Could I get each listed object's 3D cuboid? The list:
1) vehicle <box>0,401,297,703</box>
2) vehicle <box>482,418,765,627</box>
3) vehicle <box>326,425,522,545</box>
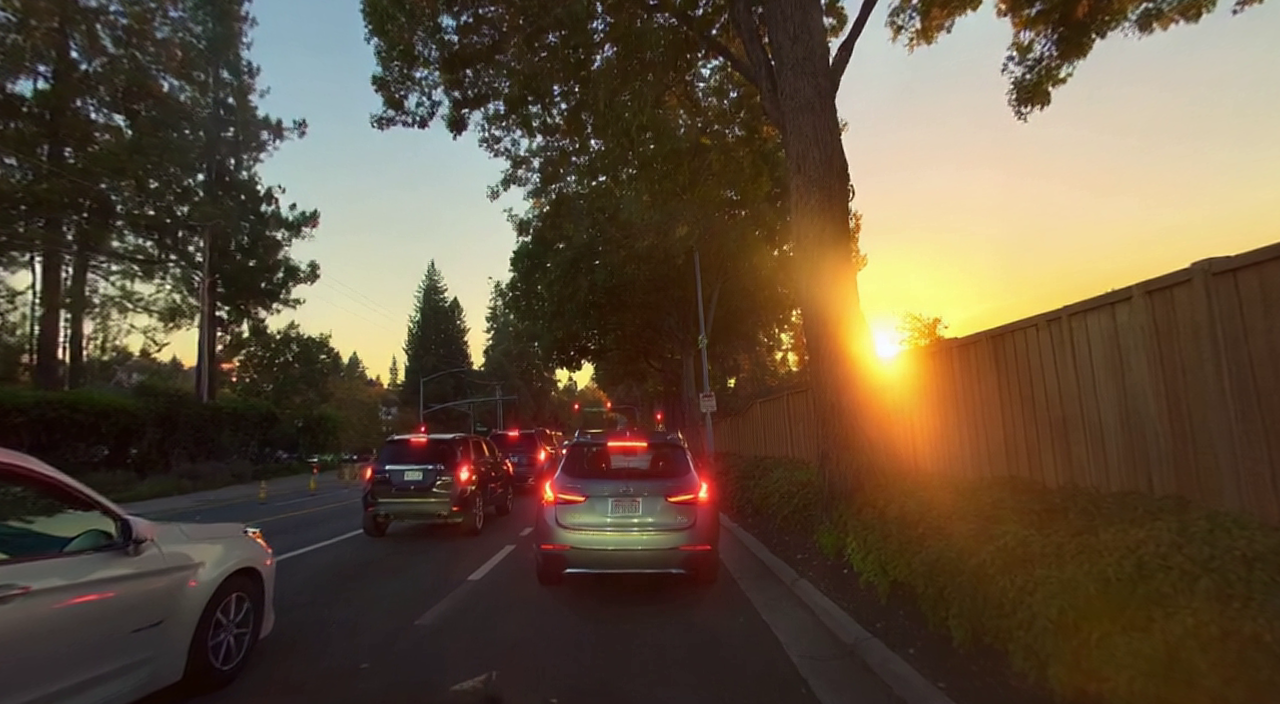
[{"bbox_3d":[-3.152,0.853,1.569,1.980,1.520,4.636,0,-8,0],"label":"vehicle"},{"bbox_3d":[-0.143,1.493,6.451,1.995,1.460,3.865,0,-8,-1],"label":"vehicle"},{"bbox_3d":[-3.229,2.041,10.263,1.850,1.582,3.688,0,-8,0],"label":"vehicle"}]
